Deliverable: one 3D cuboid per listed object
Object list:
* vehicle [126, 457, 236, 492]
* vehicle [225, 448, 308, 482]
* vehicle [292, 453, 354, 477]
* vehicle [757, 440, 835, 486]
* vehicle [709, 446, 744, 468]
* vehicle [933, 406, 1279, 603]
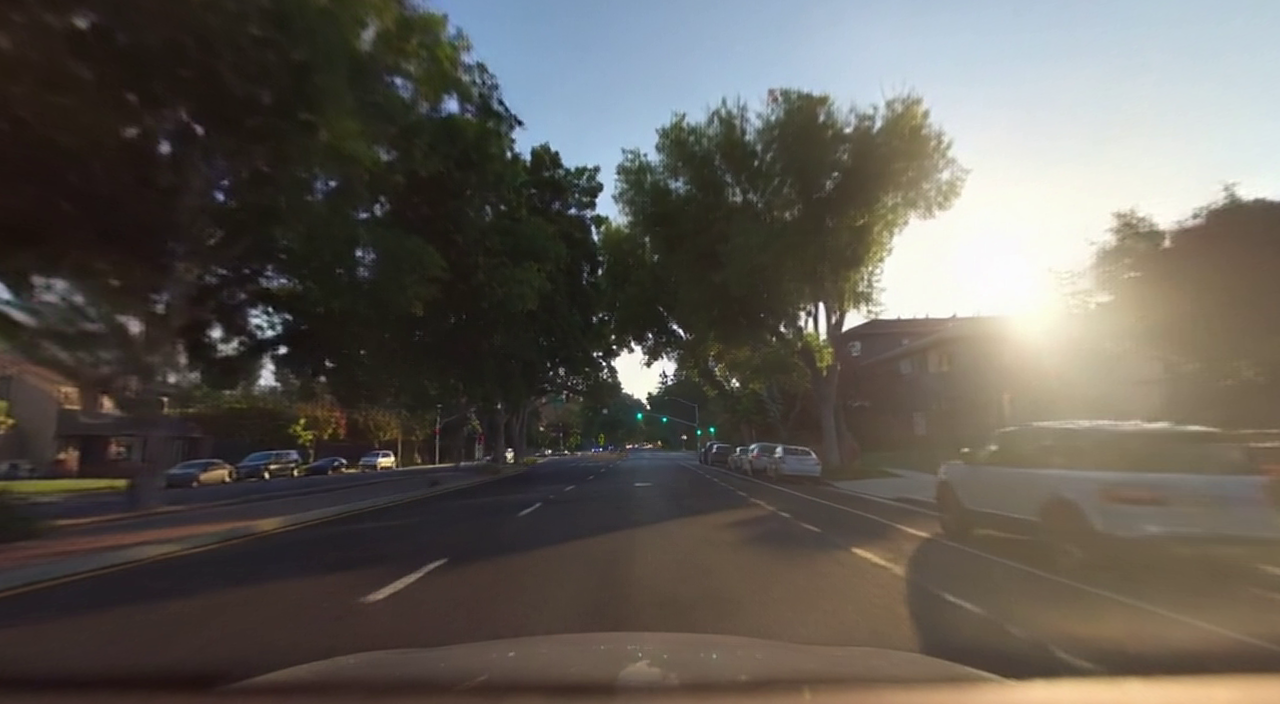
[{"bbox_3d":[-22.028,5.862,30.421,1.883,1.450,4.659,0,-9,-2],"label":"vehicle"},{"bbox_3d":[-21.870,6.618,37.008,2.001,1.839,4.669,0,-9,0],"label":"vehicle"},{"bbox_3d":[-21.759,7.764,43.325,1.842,1.496,4.614,0,-9,0],"label":"vehicle"},{"bbox_3d":[6.158,4.416,25.296,1.918,1.662,4.393,0,-9,-1],"label":"vehicle"},{"bbox_3d":[6.181,7.547,45.389,1.901,1.470,4.580,0,-9,0],"label":"vehicle"},{"bbox_3d":[5.948,1.773,8.210,2.004,1.816,4.585,0,-9,0],"label":"vehicle"}]
